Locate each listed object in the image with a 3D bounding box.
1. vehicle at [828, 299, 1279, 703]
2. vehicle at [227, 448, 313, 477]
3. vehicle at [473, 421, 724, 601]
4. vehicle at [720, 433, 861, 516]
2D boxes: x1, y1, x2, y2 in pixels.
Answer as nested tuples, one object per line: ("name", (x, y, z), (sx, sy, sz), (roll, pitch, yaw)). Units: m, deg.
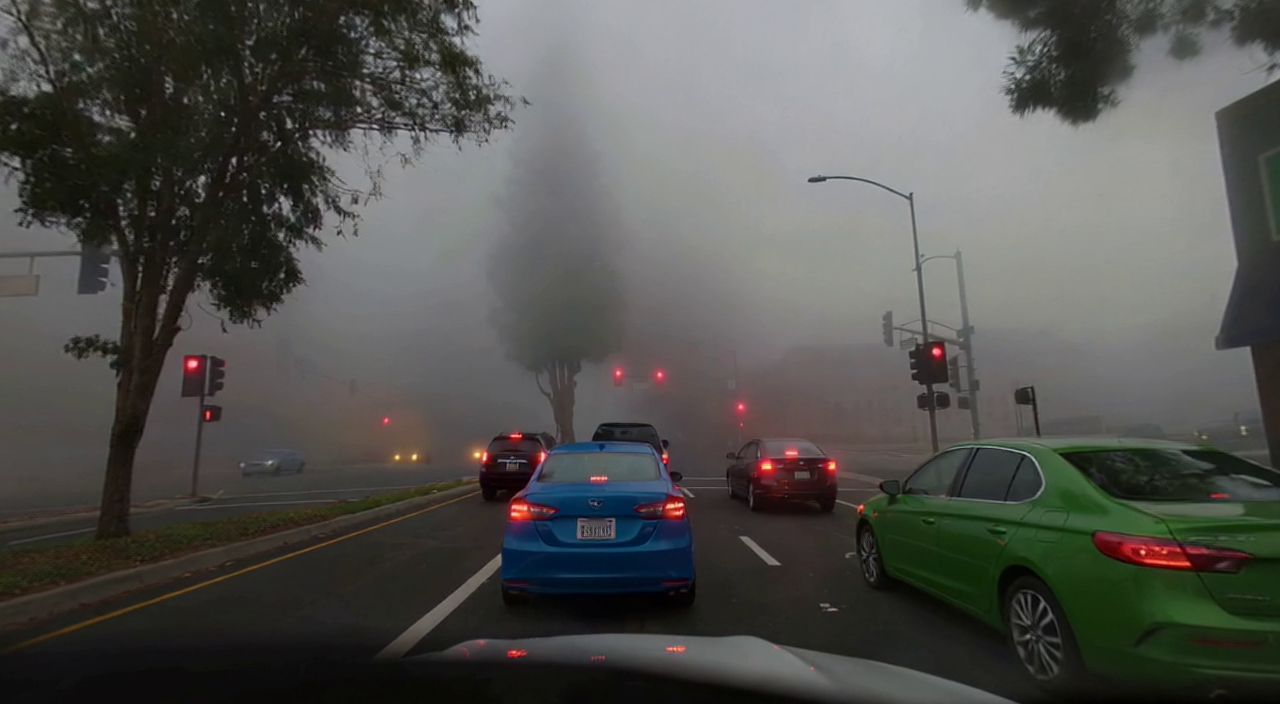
("vehicle", (3.585, 1.108, 5.053), (2.572, 1.945, 5.065), (0, -8, 0))
("vehicle", (-21.597, 6.452, 37.172), (2.091, 1.534, 4.846), (0, -8, 0))
("vehicle", (-0.371, 1.651, 7.412), (2.143, 1.520, 3.848), (0, -8, -1))
("vehicle", (3.155, 2.666, 14.335), (2.026, 1.549, 4.559), (0, -8, -1))
